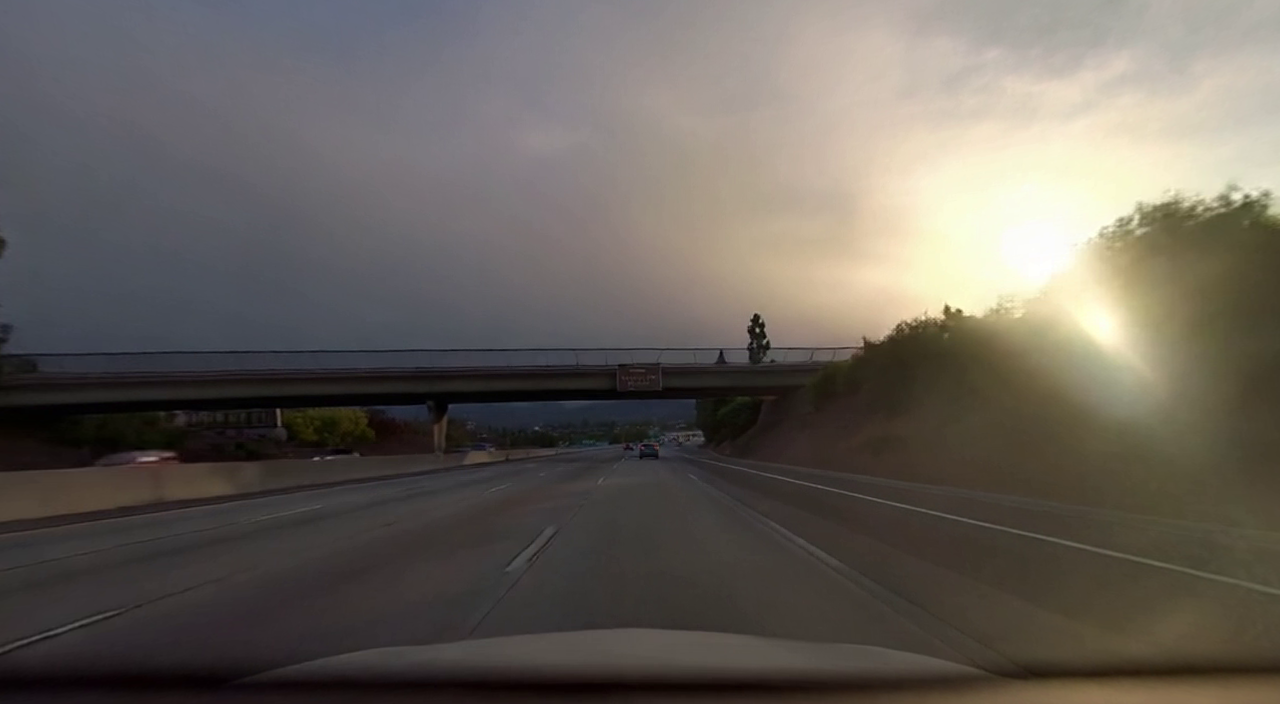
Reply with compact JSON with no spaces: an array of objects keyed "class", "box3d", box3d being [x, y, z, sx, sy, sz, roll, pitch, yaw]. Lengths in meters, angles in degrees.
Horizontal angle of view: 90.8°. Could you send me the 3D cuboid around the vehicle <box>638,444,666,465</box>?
[{"class":"vehicle","box3d":[0.872,7.578,46.941,1.970,1.477,4.158,0,-9,0]}]
